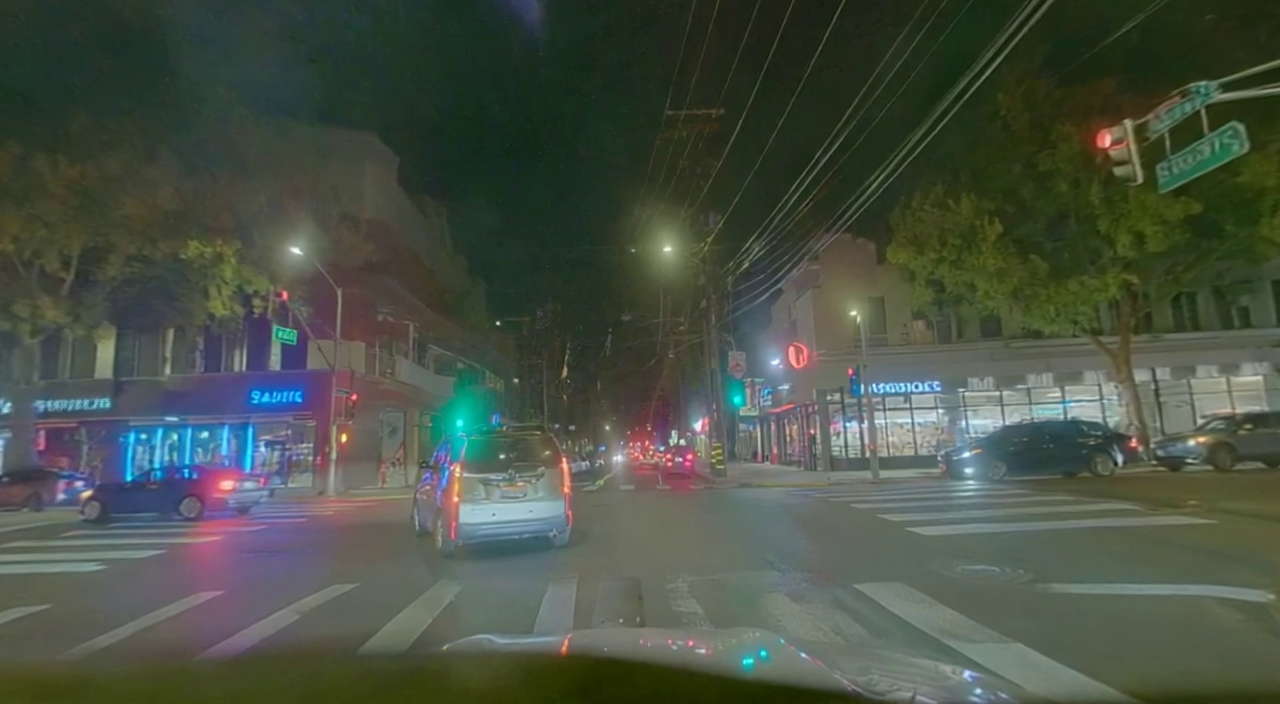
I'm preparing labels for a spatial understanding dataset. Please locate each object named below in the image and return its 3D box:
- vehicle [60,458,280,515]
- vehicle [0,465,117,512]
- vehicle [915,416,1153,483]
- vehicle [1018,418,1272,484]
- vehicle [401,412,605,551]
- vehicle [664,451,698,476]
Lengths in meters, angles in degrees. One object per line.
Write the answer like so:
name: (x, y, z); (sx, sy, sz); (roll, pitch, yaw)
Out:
vehicle: (-12.898, 3.681, 17.520); (4.666, 1.400, 2.050); (-1, -8, 7)
vehicle: (-22.764, 5.054, 23.567); (4.703, 1.550, 2.059); (-1, -8, 2)
vehicle: (12.043, 3.020, 19.700); (5.716, 1.894, 2.433); (-1, -8, 1)
vehicle: (13.225, 2.618, 16.837); (4.815, 1.501, 2.157); (-2, -8, 1)
vehicle: (-2.671, 2.154, 11.320); (2.440, 1.882, 4.611); (4, -9, -26)
vehicle: (2.653, 7.314, 41.715); (2.062, 1.526, 3.989); (0, -8, 2)
